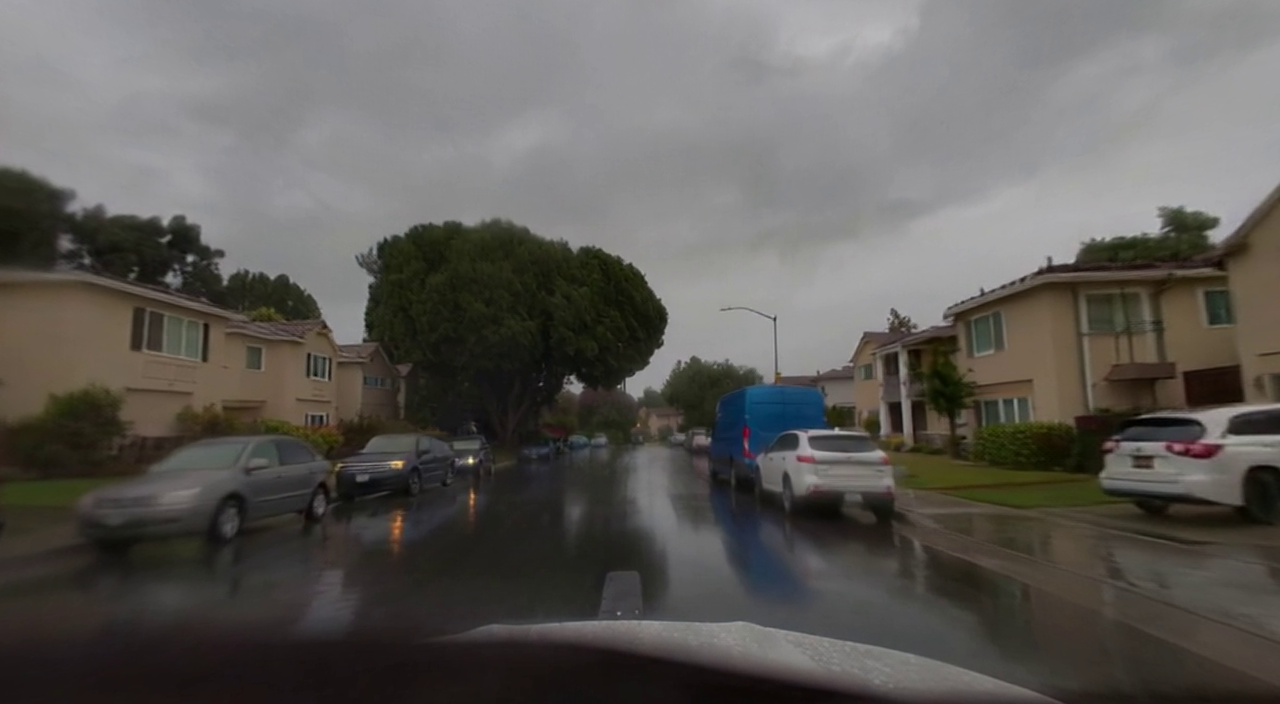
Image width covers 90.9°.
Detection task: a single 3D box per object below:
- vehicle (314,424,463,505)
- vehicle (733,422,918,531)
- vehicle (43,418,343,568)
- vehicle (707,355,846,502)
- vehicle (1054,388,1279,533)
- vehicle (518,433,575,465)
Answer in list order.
[{"bbox_3d":[-5.785,2.558,15.004,1.834,1.532,3.628,3,-6,3],"label":"vehicle"},{"bbox_3d":[2.911,2.034,11.015,1.955,1.500,4.410,0,-8,1],"label":"vehicle"},{"bbox_3d":[-5.860,1.790,8.844,1.734,1.549,3.465,-4,-7,-1],"label":"vehicle"},{"bbox_3d":[3.210,2.027,16.573,2.317,3.096,6.383,0,-8,1],"label":"vehicle"},{"bbox_3d":[8.188,1.348,8.277,4.511,1.528,1.992,2,-8,-15],"label":"vehicle"},{"bbox_3d":[-4.652,4.859,31.886,1.941,1.515,3.995,-1,-8,5],"label":"vehicle"}]
